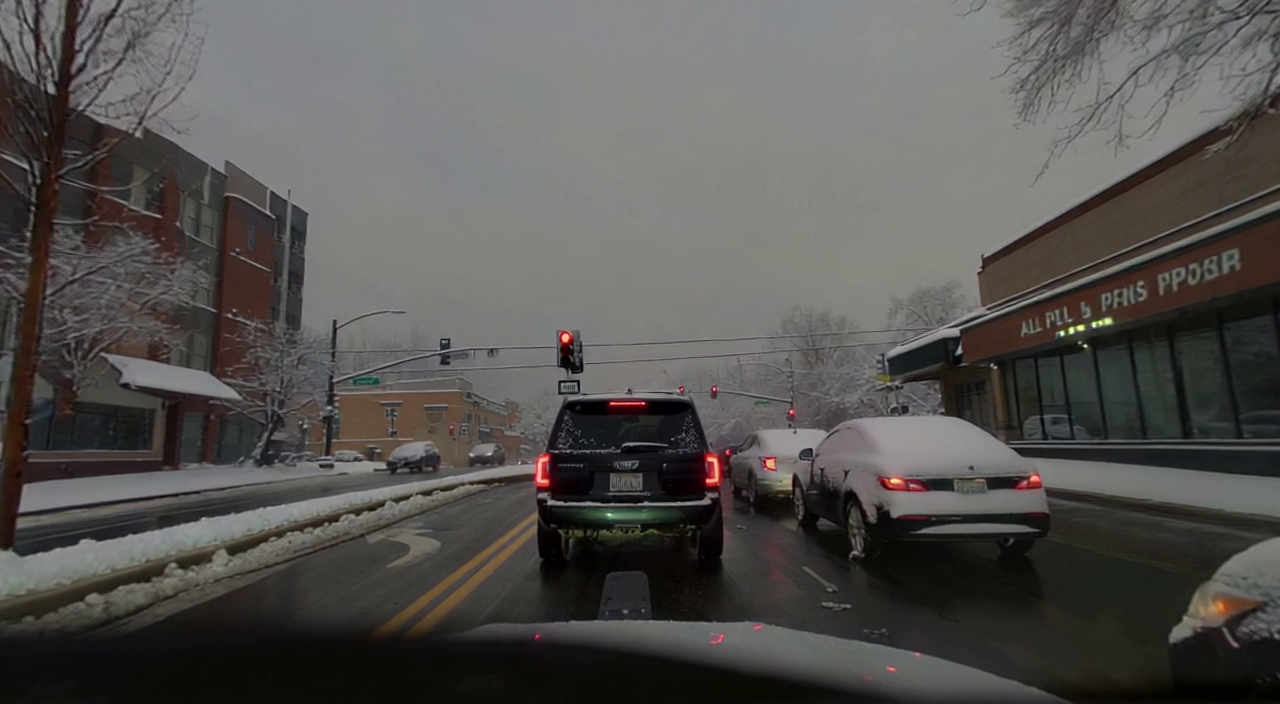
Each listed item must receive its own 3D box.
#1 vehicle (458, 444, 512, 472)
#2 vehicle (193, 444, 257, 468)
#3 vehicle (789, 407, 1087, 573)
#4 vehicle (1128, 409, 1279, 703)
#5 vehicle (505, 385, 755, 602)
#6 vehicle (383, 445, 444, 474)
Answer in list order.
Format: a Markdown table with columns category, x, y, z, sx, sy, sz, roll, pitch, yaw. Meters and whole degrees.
| category | x | y | z | sx | sy | sz | roll | pitch | yaw |
| --- | --- | --- | --- | --- | --- | --- | --- | --- | --- |
| vehicle | -11.030 | 7.581 | 45.448 | 2.224 | 1.840 | 5.290 | -1 | -8 | 4 |
| vehicle | -27.447 | 6.870 | 41.855 | 1.693 | 1.563 | 3.716 | 0 | -8 | 0 |
| vehicle | 3.618 | 1.759 | 8.796 | 2.036 | 1.719 | 4.318 | 0 | -8 | 0 |
| vehicle | 3.365 | 0.730 | 0.810 | 1.884 | 1.484 | 4.609 | 0 | -8 | 2 |
| vehicle | -0.001 | 1.534 | 7.683 | 2.154 | 1.861 | 4.280 | 0 | -8 | 3 |
| vehicle | -14.596 | 6.948 | 40.957 | 2.102 | 1.737 | 4.570 | 0 | -8 | 2 |
